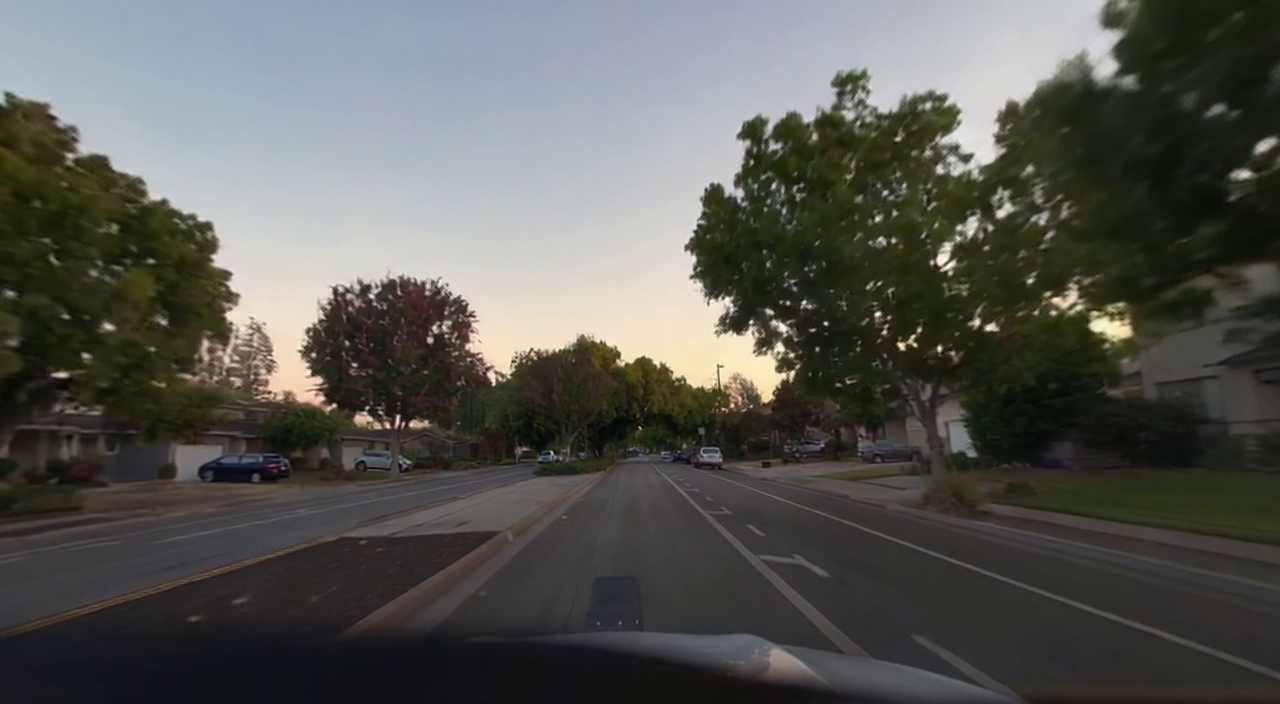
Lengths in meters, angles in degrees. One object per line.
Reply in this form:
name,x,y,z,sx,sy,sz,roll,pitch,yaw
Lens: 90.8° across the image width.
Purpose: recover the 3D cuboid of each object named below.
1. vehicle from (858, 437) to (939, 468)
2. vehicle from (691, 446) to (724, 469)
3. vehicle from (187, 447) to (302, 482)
vehicle,15.430,6.043,37.916,4.010,1.751,1.922,-1,-9,3
vehicle,5.169,8.140,48.810,2.001,1.693,4.311,0,-9,-1
vehicle,-21.954,6.245,35.231,4.889,1.822,2.159,0,-9,-2
